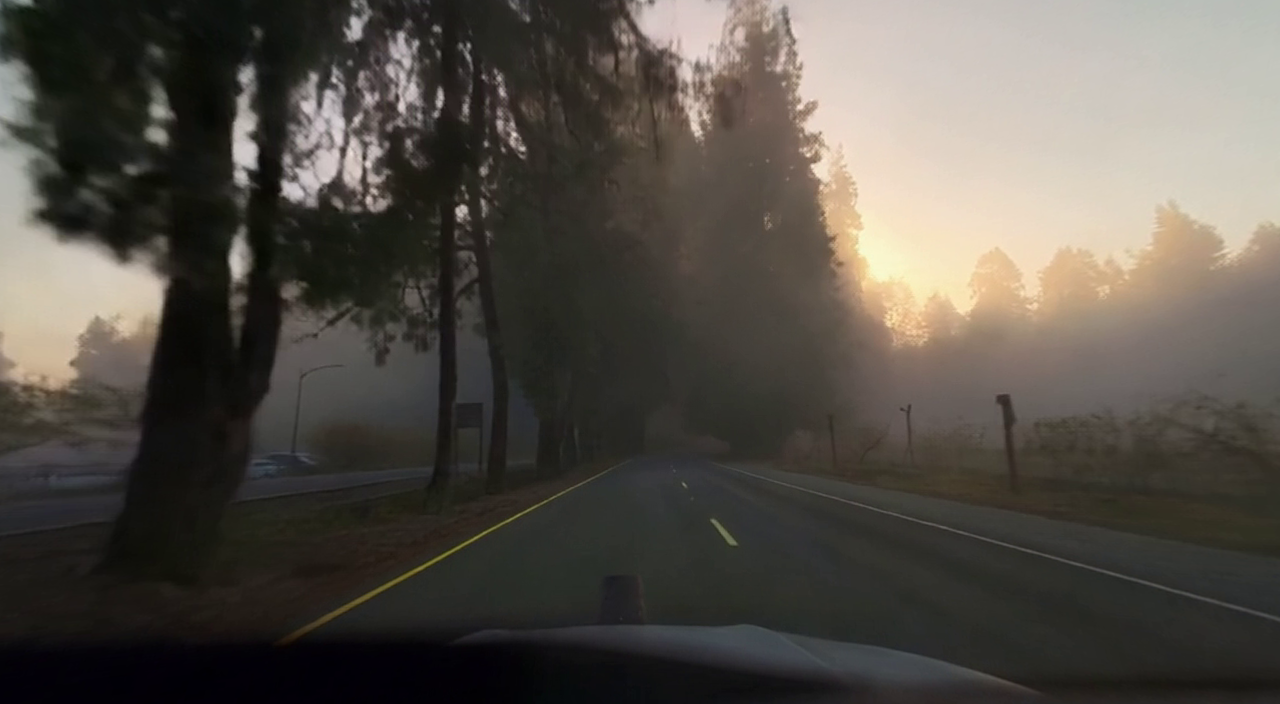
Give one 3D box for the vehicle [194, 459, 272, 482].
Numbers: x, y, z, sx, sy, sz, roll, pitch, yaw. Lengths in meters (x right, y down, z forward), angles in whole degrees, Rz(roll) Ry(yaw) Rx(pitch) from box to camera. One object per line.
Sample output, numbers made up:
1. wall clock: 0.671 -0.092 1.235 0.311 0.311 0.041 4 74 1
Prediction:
1. vehicle: -31.134 9.078 48.390 4.606 1.606 2.045 -1 -8 2
